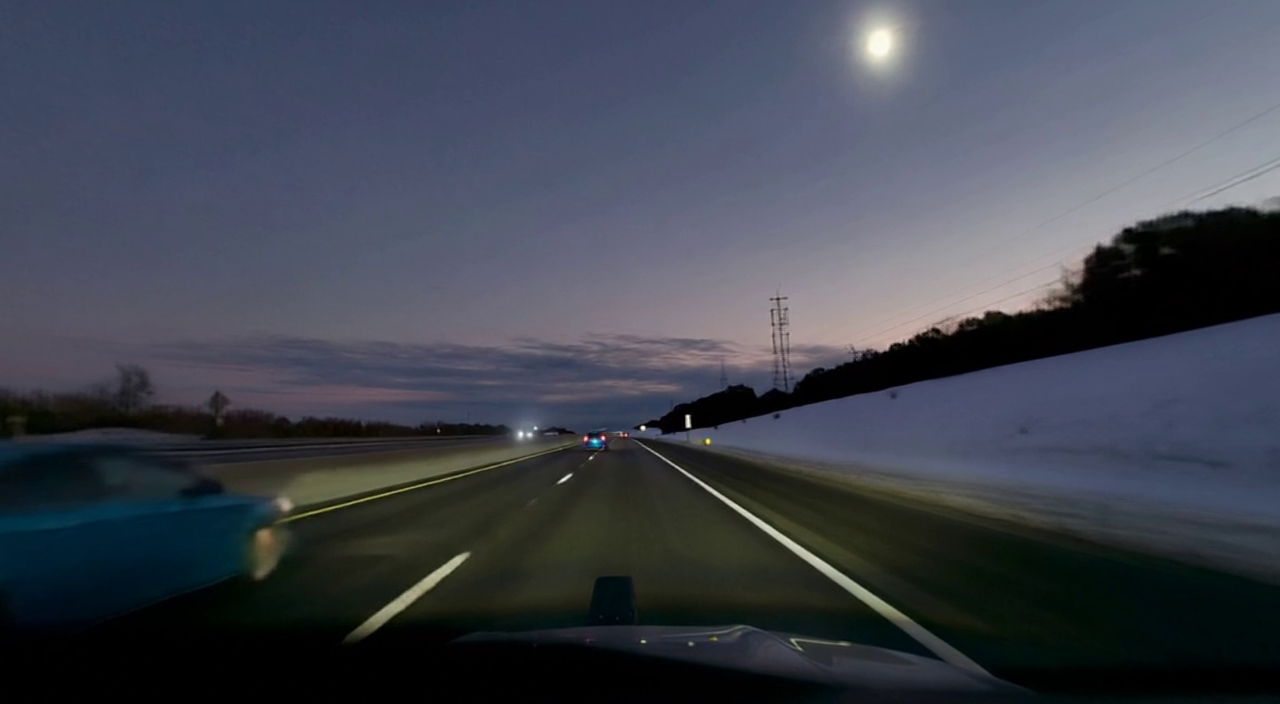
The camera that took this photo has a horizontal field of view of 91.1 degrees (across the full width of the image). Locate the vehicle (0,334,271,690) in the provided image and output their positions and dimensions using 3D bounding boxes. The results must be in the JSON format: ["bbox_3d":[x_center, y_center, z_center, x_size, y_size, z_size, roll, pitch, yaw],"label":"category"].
[{"bbox_3d":[-4.179,0.719,2.627,2.189,1.704,5.205,0,-8,-1],"label":"vehicle"}]

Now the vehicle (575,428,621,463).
[{"bbox_3d":[-1.884,4.336,29.365,1.999,1.536,3.969,0,-8,-1],"label":"vehicle"}]
